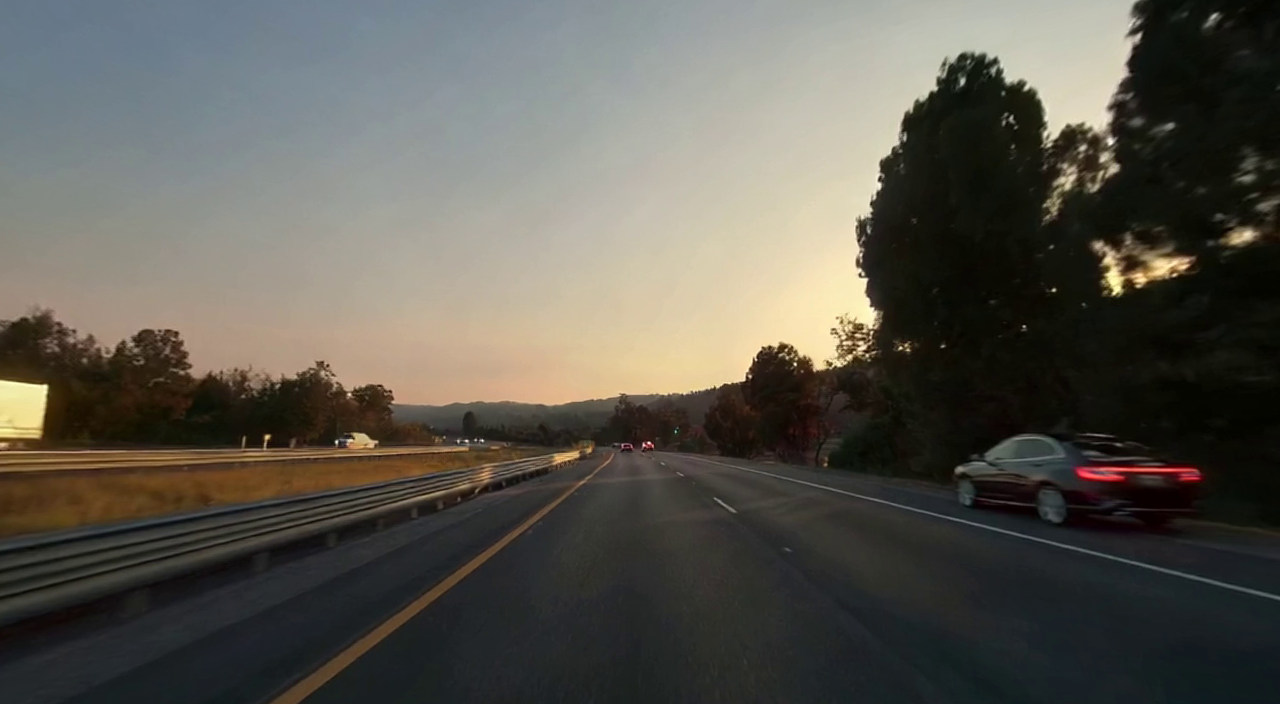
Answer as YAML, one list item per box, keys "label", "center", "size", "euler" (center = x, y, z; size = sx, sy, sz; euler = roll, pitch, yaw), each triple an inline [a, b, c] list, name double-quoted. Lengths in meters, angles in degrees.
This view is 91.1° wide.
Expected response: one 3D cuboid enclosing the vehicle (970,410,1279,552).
- label: "vehicle"
  center: [7.700, 1.880, 9.927]
  size: [2.025, 1.649, 5.075]
  euler: [0, -8, -2]
